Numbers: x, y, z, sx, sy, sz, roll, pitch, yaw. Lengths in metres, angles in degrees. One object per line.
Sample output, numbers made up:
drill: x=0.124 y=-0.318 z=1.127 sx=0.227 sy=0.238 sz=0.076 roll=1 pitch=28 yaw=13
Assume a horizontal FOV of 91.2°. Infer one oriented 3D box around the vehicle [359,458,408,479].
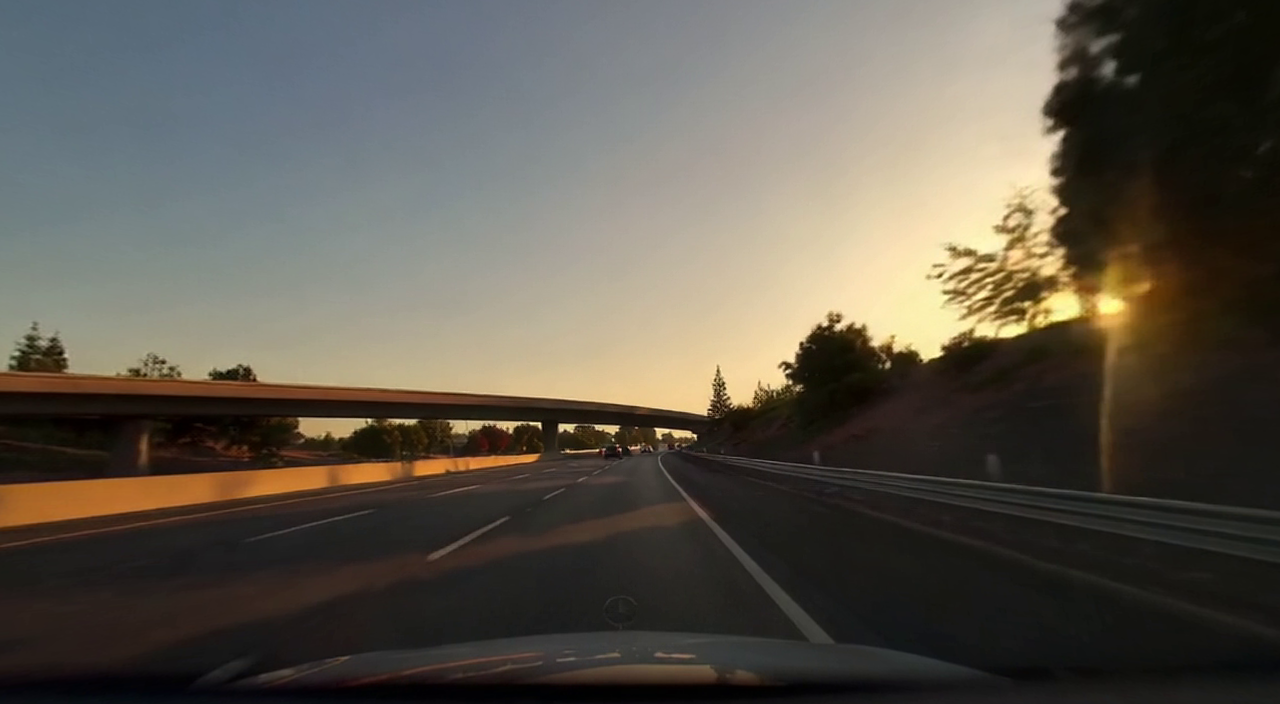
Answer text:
vehicle: x=-20.046 y=9.072 z=49.155 sx=1.900 sy=1.506 sz=4.258 roll=0 pitch=-9 yaw=1
